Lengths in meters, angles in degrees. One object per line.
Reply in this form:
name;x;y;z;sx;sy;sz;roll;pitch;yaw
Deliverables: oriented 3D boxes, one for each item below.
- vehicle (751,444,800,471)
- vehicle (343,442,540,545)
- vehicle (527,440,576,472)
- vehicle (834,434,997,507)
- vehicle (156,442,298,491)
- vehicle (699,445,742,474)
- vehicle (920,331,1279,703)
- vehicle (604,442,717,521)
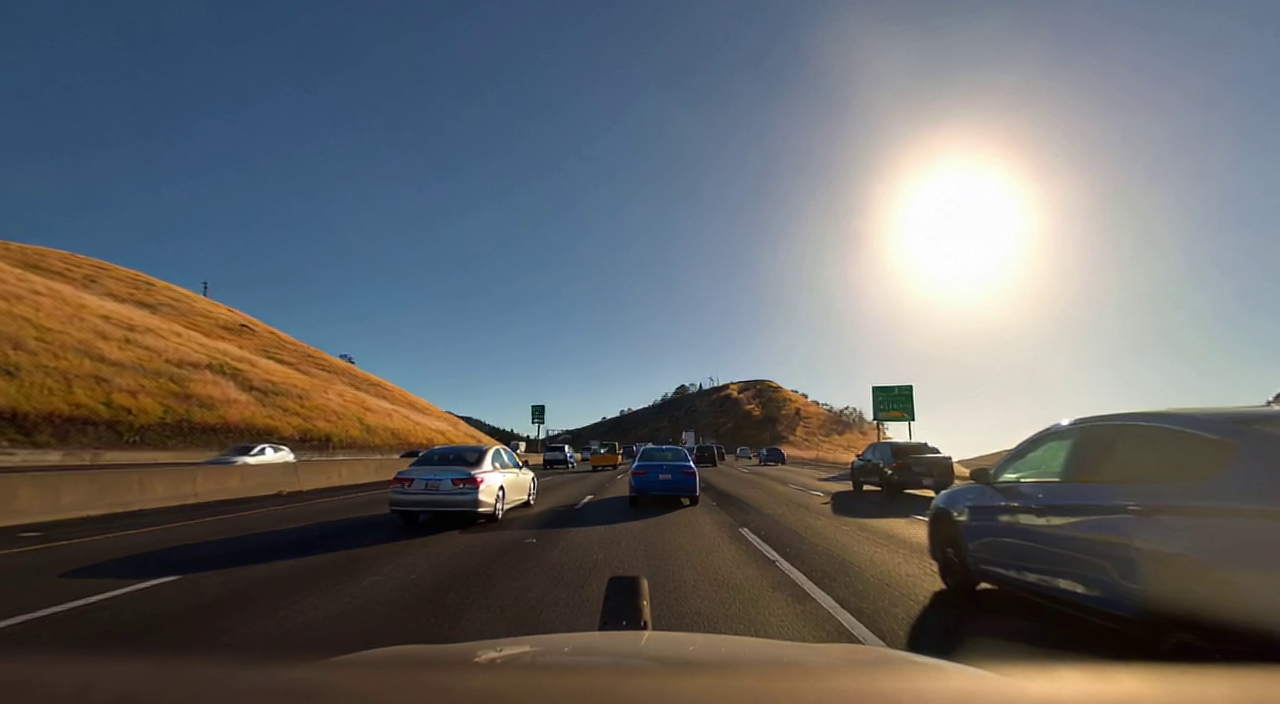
vehicle;8.197;6.390;38.582;2.097;1.515;4.593;-1;-8;2
vehicle;-3.198;2.352;11.260;2.017;1.446;4.384;0;-8;1
vehicle;-5.648;6.705;40.833;2.163;1.899;4.805;-1;-9;4
vehicle;6.839;2.988;16.394;2.032;1.580;4.928;0;-9;0
vehicle;-16.465;4.564;25.575;2.126;1.757;5.178;-1;-9;2
vehicle;4.466;6.023;35.687;1.966;1.490;4.410;-1;-8;2
vehicle;3.377;0.865;2.888;2.083;1.693;4.740;-1;-9;1
vehicle;0.392;2.677;13.611;2.072;1.431;3.904;0;-8;1
